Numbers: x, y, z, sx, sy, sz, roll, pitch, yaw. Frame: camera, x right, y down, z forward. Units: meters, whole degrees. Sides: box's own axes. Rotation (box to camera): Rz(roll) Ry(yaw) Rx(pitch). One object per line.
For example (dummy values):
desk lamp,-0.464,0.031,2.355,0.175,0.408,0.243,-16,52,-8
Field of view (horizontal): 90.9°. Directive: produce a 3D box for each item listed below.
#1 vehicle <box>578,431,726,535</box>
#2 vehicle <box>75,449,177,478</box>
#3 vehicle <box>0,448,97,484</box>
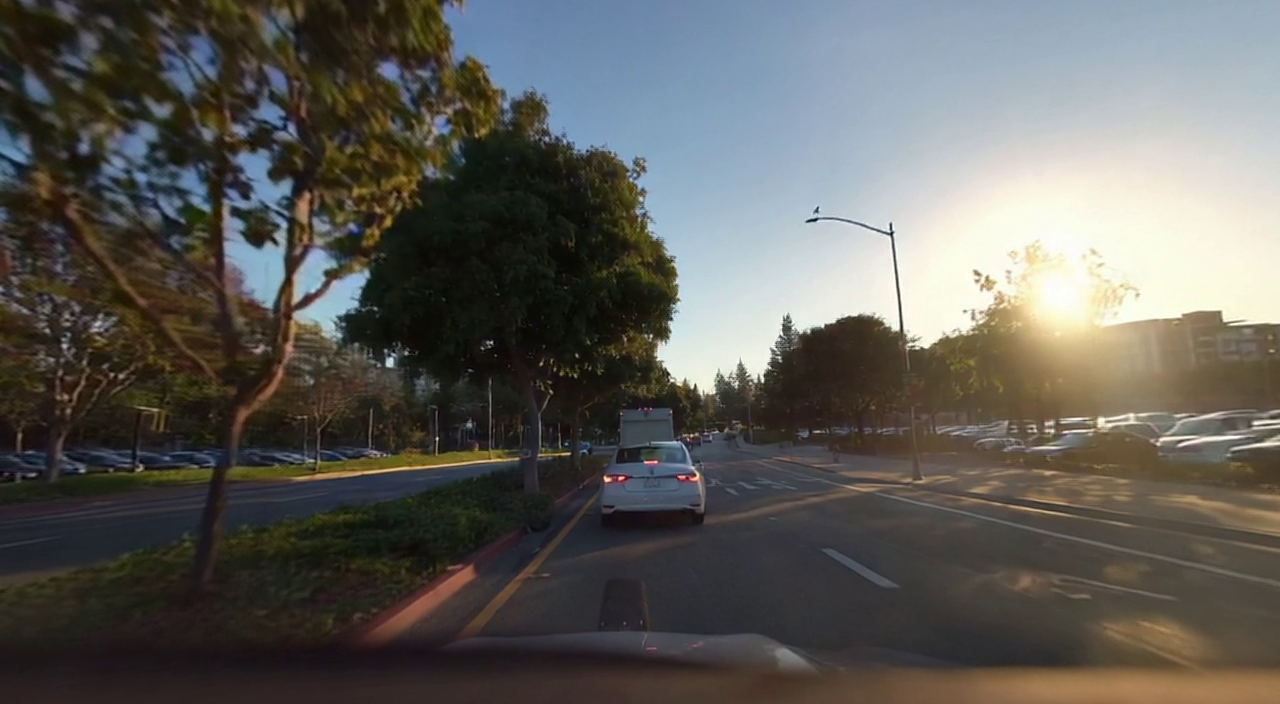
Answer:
vehicle,0.131,2.152,10.959,2.093,1.442,3.977,0,-8,-1
vehicle,-30.049,6.523,36.918,4.342,1.621,1.967,-1,-8,4
vehicle,-30.279,5.723,31.667,4.266,1.600,1.877,-3,-8,-2
